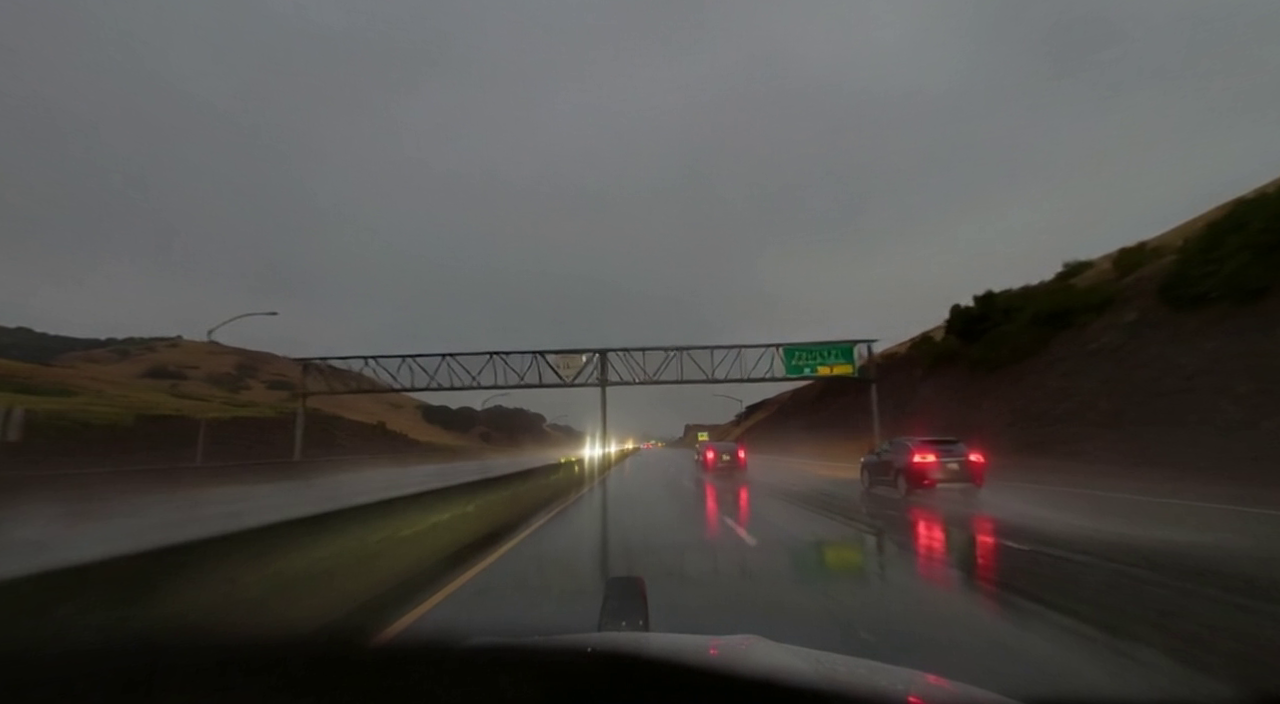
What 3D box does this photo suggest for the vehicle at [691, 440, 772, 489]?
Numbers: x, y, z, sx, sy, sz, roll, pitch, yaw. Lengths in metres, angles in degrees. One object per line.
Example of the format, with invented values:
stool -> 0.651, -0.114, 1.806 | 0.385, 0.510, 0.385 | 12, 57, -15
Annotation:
vehicle -> 2.916, 3.696, 21.088 | 2.044, 1.444, 4.216 | 0, -8, -1

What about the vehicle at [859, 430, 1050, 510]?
vehicle -> 6.932, 2.643, 14.649 | 1.988, 1.530, 4.777 | 0, -8, 0
